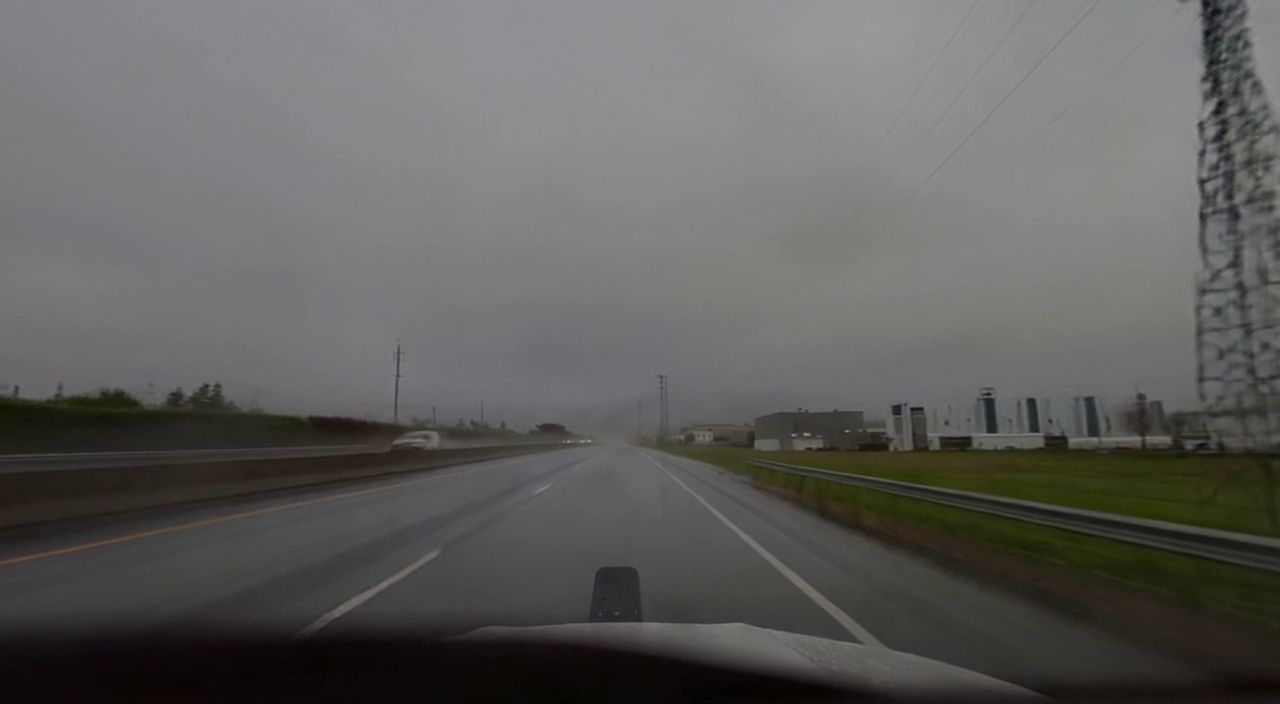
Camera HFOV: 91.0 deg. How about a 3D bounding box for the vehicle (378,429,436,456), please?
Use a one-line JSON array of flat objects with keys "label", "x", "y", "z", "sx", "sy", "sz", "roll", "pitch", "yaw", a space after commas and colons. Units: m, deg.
[{"label": "vehicle", "x": -15.187, "y": 5.940, "z": 41.303, "sx": 1.981, "sy": 1.682, "sz": 4.634, "roll": 0, "pitch": -8, "yaw": 0}]
